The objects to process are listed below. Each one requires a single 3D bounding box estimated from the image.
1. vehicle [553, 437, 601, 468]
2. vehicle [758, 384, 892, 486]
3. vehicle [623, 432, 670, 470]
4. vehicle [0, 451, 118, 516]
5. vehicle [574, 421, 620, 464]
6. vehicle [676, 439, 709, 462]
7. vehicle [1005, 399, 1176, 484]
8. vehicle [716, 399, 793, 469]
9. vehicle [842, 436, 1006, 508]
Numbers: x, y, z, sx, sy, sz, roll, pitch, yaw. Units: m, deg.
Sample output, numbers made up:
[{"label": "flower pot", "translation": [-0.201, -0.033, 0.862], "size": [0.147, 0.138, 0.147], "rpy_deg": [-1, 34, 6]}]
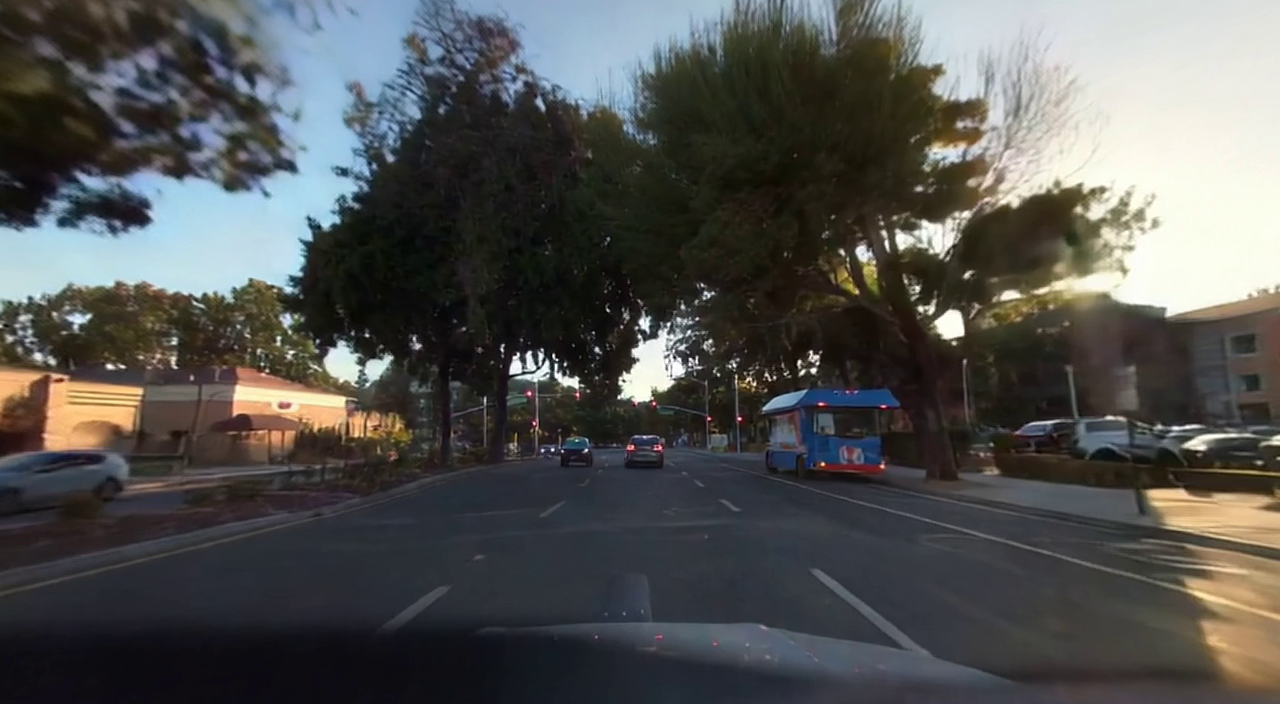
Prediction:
[{"label": "vehicle", "translation": [-3.324, 5.411, 34.057], "size": [2.008, 1.500, 4.369], "rpy_deg": [-1, -8, 1]}, {"label": "vehicle", "translation": [6.870, 3.332, 24.954], "size": [2.891, 3.361, 7.843], "rpy_deg": [-1, -8, 0]}, {"label": "vehicle", "translation": [0.349, 4.957, 31.648], "size": [2.209, 1.718, 4.008], "rpy_deg": [-1, -8, 1]}, {"label": "vehicle", "translation": [-15.757, 3.209, 15.606], "size": [1.836, 1.464, 4.440], "rpy_deg": [-1, -8, 1]}, {"label": "vehicle", "translation": [-2.975, 6.472, 45.184], "size": [2.715, 2.791, 7.171], "rpy_deg": [-1, -8, 1]}, {"label": "vehicle", "translation": [3.723, 7.061, 45.229], "size": [2.075, 1.540, 4.411], "rpy_deg": [-1, -8, 1]}, {"label": "vehicle", "translation": [13.758, 2.723, 19.155], "size": [5.354, 2.214, 2.504], "rpy_deg": [6, -11, -36]}, {"label": "vehicle", "translation": [6.990, 5.349, 40.183], "size": [2.816, 3.804, 10.315], "rpy_deg": [-2, -9, 0]}, {"label": "vehicle", "translation": [6.729, 2.878, 15.641], "size": [1.980, 1.473, 4.537], "rpy_deg": [-1, -8, 1]}]
